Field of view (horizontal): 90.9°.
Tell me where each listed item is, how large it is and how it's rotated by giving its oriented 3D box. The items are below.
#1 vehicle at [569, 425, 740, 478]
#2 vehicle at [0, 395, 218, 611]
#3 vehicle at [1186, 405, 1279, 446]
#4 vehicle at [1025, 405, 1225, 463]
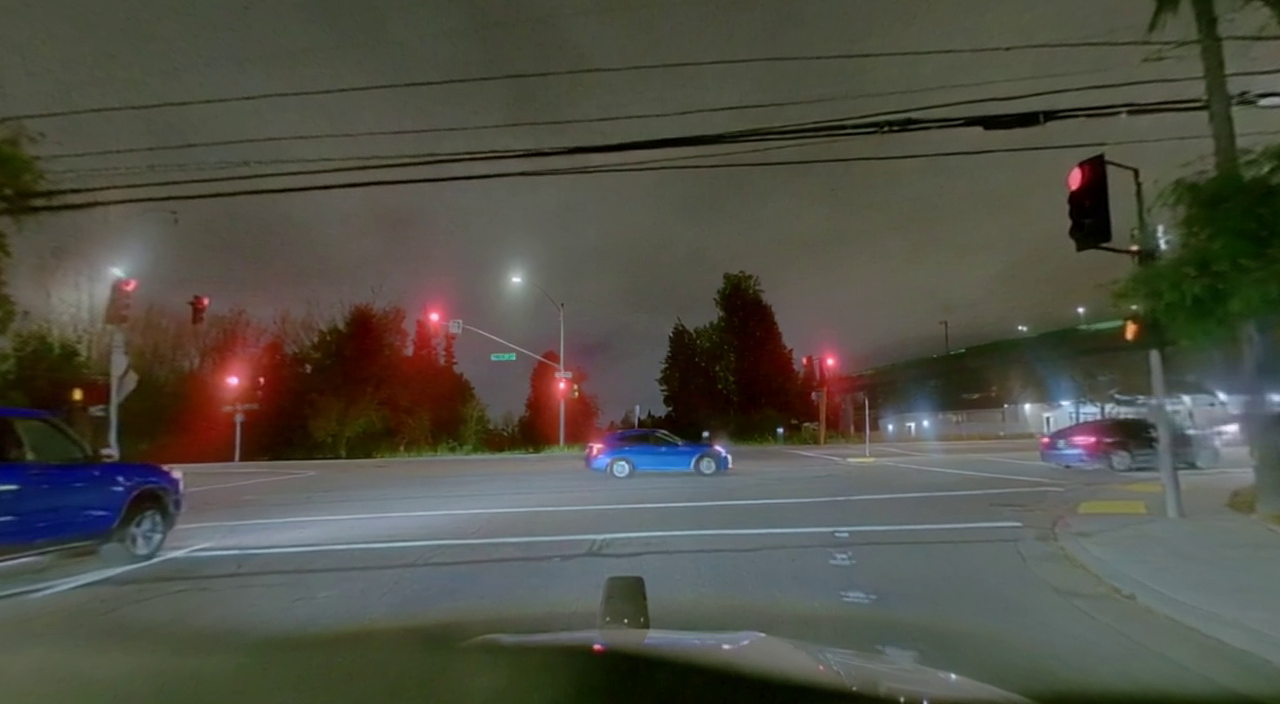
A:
[{"bbox_3d":[0.356,2.893,18.459,4.757,1.442,1.858,1,-9,-5],"label":"vehicle"},{"bbox_3d":[-6.135,1.271,5.447,1.928,1.726,4.704,1,-9,-4],"label":"vehicle"},{"bbox_3d":[28.604,3.443,29.193,4.966,1.806,2.007,1,-9,-7],"label":"vehicle"},{"bbox_3d":[14.857,2.548,19.475,4.636,1.668,1.935,1,-8,-4],"label":"vehicle"}]
